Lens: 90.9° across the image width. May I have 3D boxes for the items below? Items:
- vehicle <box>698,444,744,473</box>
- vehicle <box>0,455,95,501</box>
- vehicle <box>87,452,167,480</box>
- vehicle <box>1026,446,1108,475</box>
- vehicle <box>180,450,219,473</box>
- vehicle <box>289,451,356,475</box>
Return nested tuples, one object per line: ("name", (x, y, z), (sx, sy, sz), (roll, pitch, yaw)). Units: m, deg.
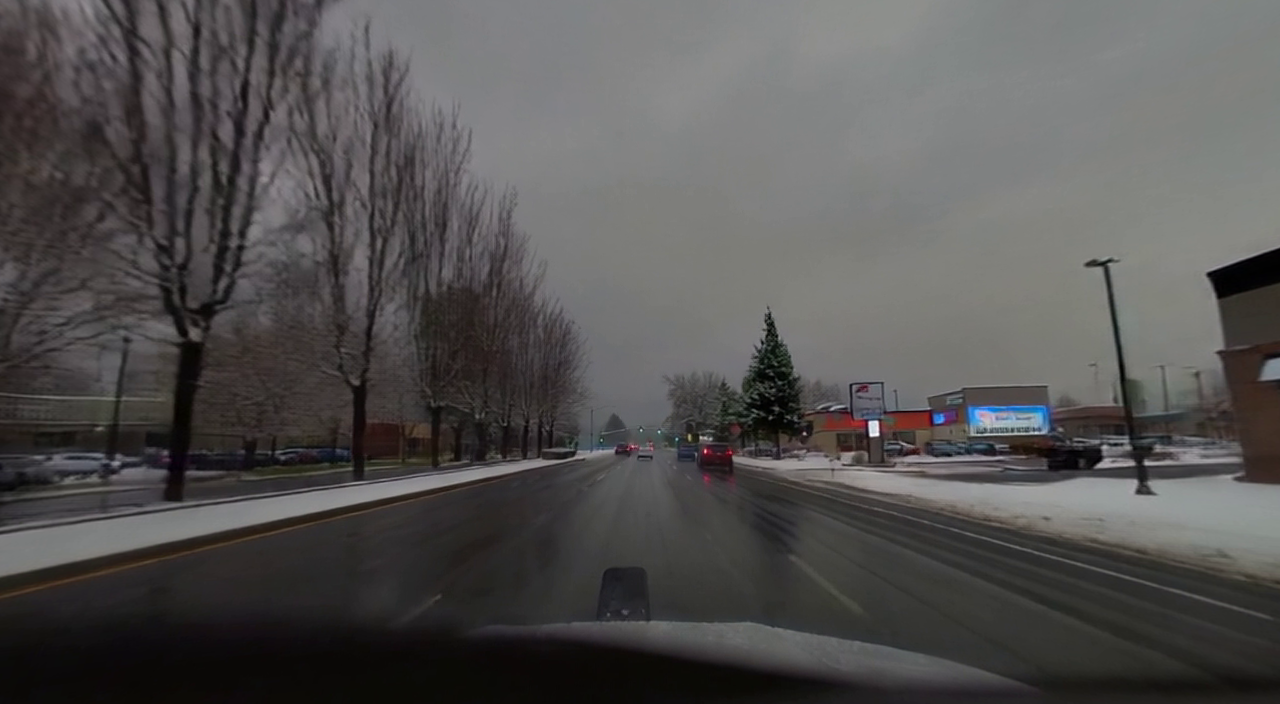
("vehicle", (4.415, 5.850, 34.930), (1.916, 1.459, 4.335), (0, -8, -1))
("vehicle", (-22.700, 4.553, 22.894), (1.841, 1.510, 4.389), (-1, -8, 0))
("vehicle", (-31.758, 7.040, 39.145), (1.732, 1.526, 3.827), (-1, -8, -1))
("vehicle", (26.509, 6.713, 39.322), (1.959, 1.646, 4.226), (1, -8, -4))
("vehicle", (-32.812, 8.111, 47.035), (1.795, 1.567, 4.241), (5, -9, -28))
("vehicle", (-22.434, 7.858, 44.815), (2.111, 1.500, 5.131), (0, -8, -1))
